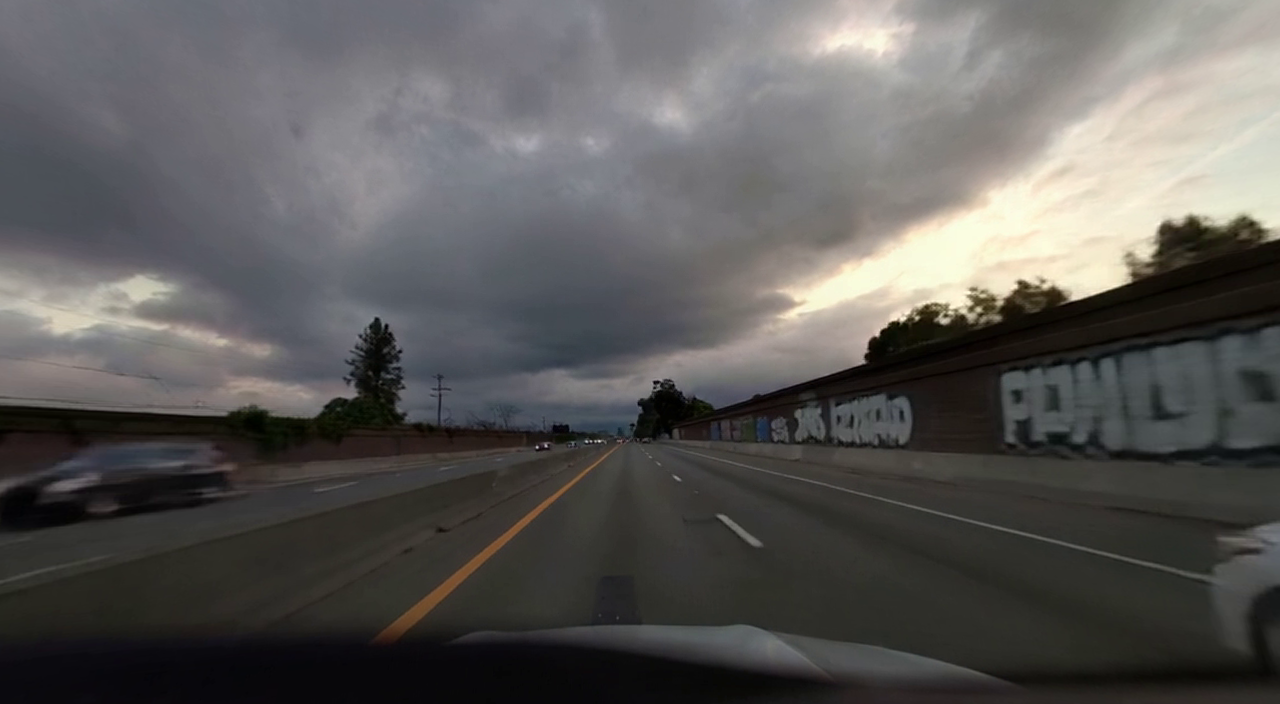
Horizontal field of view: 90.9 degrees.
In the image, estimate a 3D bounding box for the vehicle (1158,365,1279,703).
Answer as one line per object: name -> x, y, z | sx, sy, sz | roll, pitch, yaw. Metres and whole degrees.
vehicle -> 3.540, 0.663, 1.266 | 1.841, 1.556, 3.618 | 0, -8, -1
